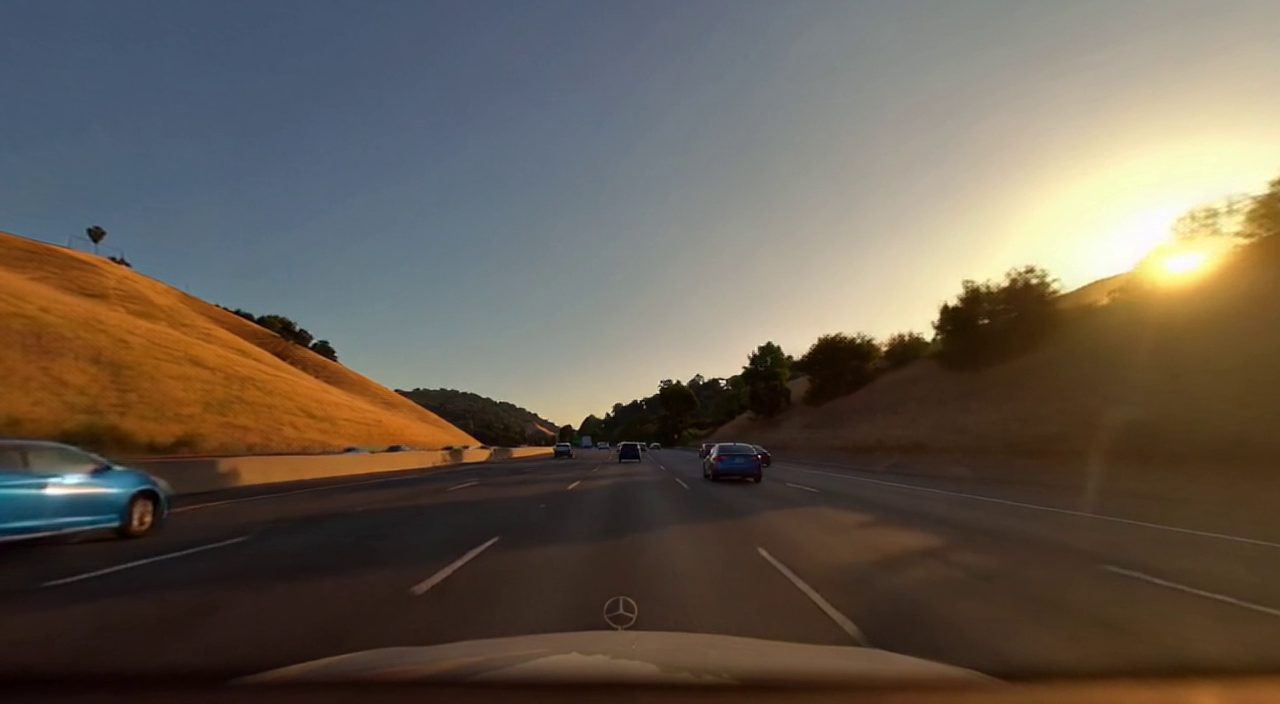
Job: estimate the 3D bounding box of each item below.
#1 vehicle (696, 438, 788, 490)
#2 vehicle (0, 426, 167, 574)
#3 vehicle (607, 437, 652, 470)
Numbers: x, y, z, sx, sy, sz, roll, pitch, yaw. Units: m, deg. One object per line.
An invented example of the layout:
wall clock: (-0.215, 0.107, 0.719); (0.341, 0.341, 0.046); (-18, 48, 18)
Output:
vehicle: (3.199, 3.632, 20.874); (2.120, 1.492, 4.734); (0, -8, -1)
vehicle: (-7.558, 1.499, 6.312); (1.922, 1.508, 4.816); (0, -8, 0)
vehicle: (-0.554, 5.503, 34.517); (2.277, 1.675, 4.023); (0, -8, 0)
